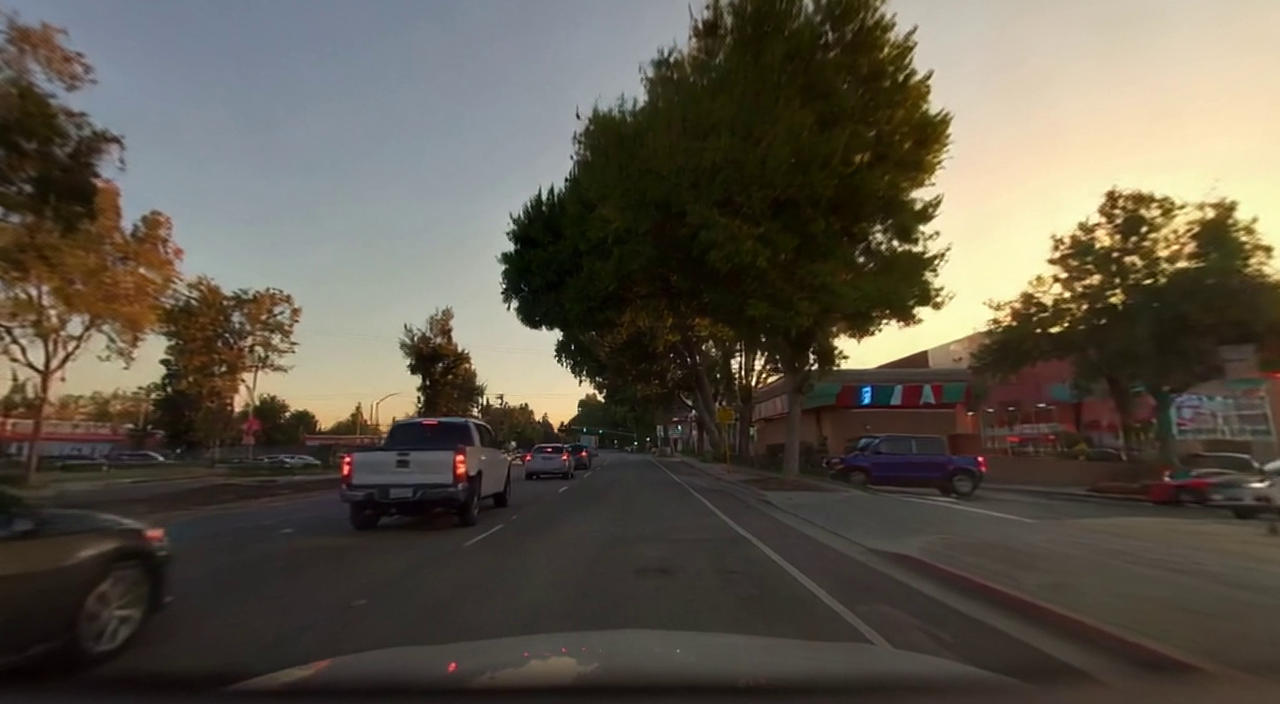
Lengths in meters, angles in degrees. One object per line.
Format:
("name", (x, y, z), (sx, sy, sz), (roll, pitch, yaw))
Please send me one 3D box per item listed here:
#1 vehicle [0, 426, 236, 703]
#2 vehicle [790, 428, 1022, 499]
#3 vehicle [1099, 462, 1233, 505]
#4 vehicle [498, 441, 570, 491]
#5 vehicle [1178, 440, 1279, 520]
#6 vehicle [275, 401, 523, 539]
("vehicle", (-4.188, 1.025, 2.641), (2.113, 1.446, 4.309), (0, -8, 0))
("vehicle", (6.429, 2.812, 15.755), (4.813, 1.622, 2.110), (-1, -11, 4))
("vehicle", (20.309, 5.070, 24.473), (1.646, 1.418, 3.910), (1, -8, -3))
("vehicle", (-4.291, 4.669, 26.127), (2.129, 1.855, 4.414), (0, -8, 1))
("vehicle", (16.940, 3.266, 15.554), (5.120, 1.817, 2.154), (3, -8, 4))
("vehicle", (-4.340, 2.293, 12.937), (2.664, 2.122, 6.124), (0, -8, 0))
